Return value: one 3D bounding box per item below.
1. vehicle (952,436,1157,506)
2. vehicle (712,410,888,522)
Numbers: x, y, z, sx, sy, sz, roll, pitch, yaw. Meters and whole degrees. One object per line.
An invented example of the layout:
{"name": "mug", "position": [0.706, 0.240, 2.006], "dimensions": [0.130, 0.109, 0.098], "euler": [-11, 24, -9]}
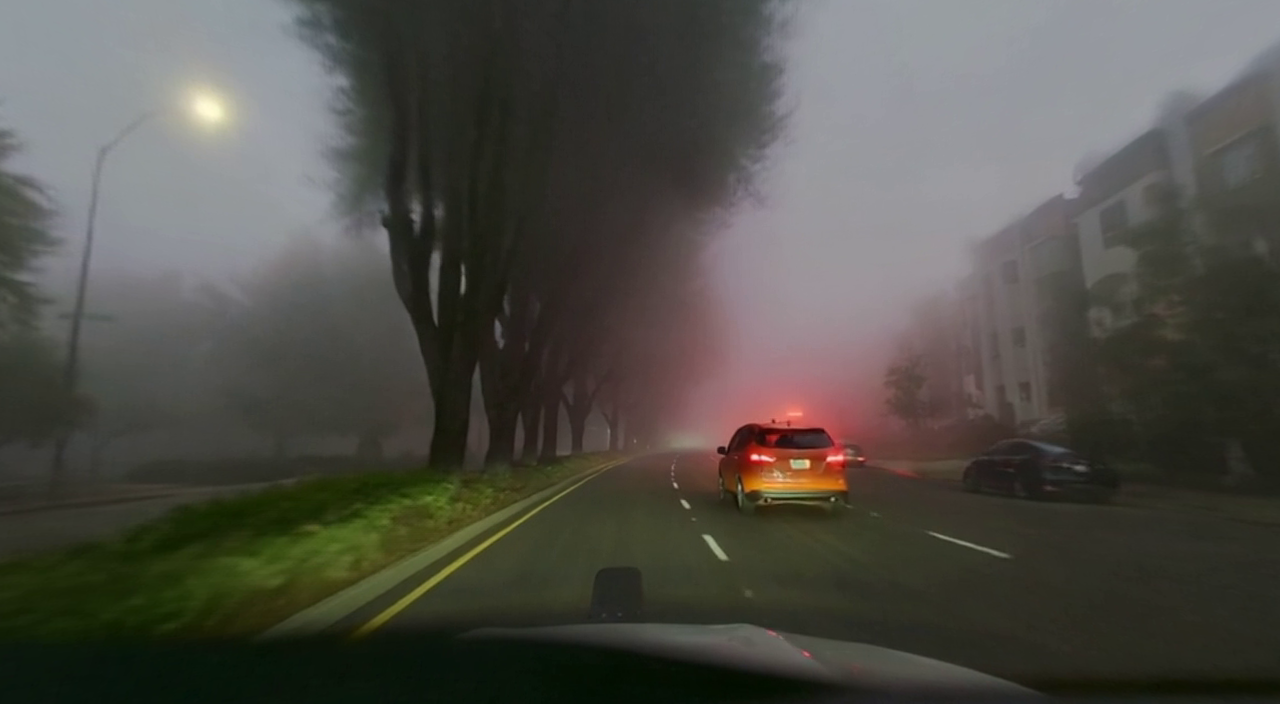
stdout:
{"name": "vehicle", "position": [9.977, 2.875, 15.795], "dimensions": [1.893, 1.469, 4.615], "euler": [0, -9, -2]}
{"name": "vehicle", "position": [2.866, 2.194, 12.615], "dimensions": [2.215, 1.812, 4.569], "euler": [0, -9, -1]}
